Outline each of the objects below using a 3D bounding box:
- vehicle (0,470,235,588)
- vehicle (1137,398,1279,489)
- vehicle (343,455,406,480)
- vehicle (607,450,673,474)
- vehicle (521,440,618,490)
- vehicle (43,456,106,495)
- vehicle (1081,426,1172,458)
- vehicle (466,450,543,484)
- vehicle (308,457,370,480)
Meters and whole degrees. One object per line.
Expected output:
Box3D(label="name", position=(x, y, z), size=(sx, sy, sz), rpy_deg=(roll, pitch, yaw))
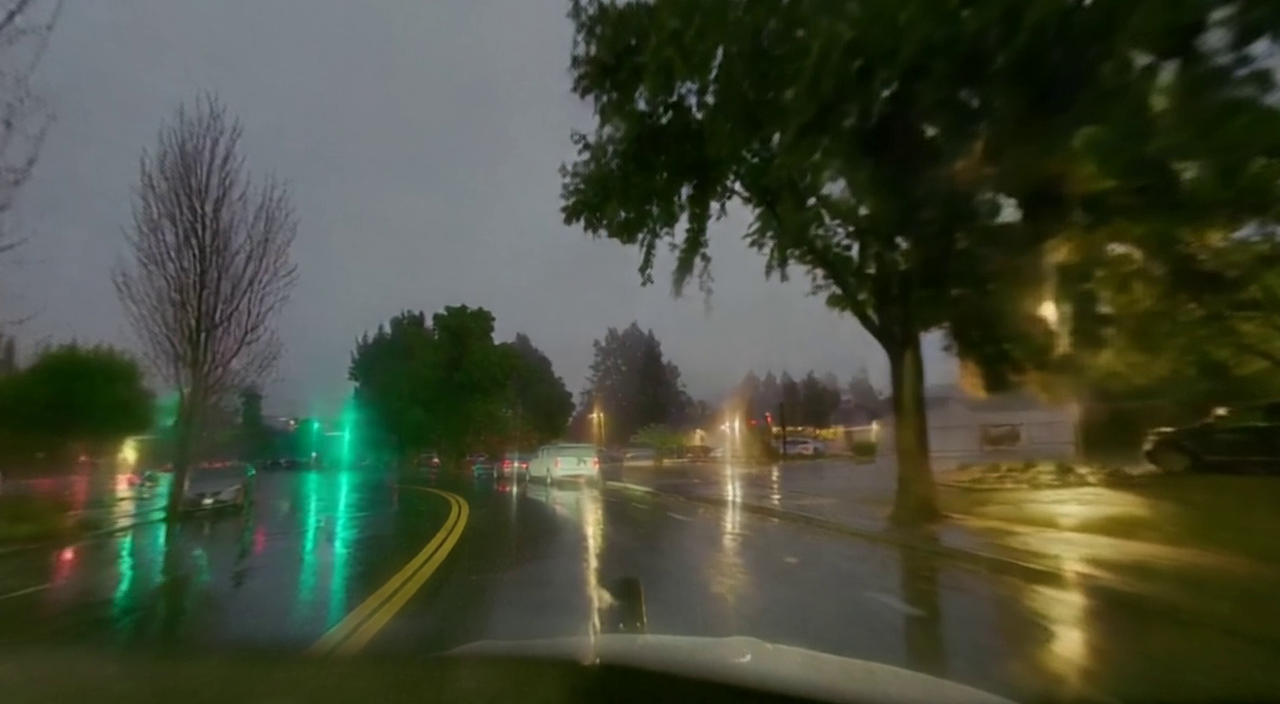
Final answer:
Box3D(label="vehicle", position=(-9.335, 2.622, 9.696), size=(2.876, 1.170, 6.732), rpy_deg=(-3, -8, -10))
Box3D(label="vehicle", position=(12.604, 1.785, 12.350), size=(4.248, 1.657, 1.940), rpy_deg=(-5, -10, 32))
Box3D(label="vehicle", position=(-17.985, 7.774, 42.721), size=(4.713, 1.508, 1.884), rpy_deg=(-7, -11, 40))
Box3D(label="vehicle", position=(0.056, 7.005, 40.529), size=(2.218, 1.373, 4.156), rpy_deg=(-7, -10, 35))
Box3D(label="vehicle", position=(-2.956, 4.475, 25.509), size=(2.289, 1.785, 4.944), rpy_deg=(4, -9, -26))
Box3D(label="vehicle", position=(-42.070, 9.071, 46.961), size=(5.472, 2.223, 2.382), rpy_deg=(-3, -5, 37))
Box3D(label="vehicle", position=(30.010, 5.547, 39.048), size=(4.251, 1.666, 2.136), rpy_deg=(-7, -5, 39))
Box3D(label="vehicle", position=(-6.919, 5.751, 31.918), size=(2.066, 1.509, 4.579), rpy_deg=(6, -10, -36))
Box3D(label="vehicle", position=(-22.010, 8.431, 46.079), size=(4.789, 1.509, 2.016), rpy_deg=(-6, -11, 37))
